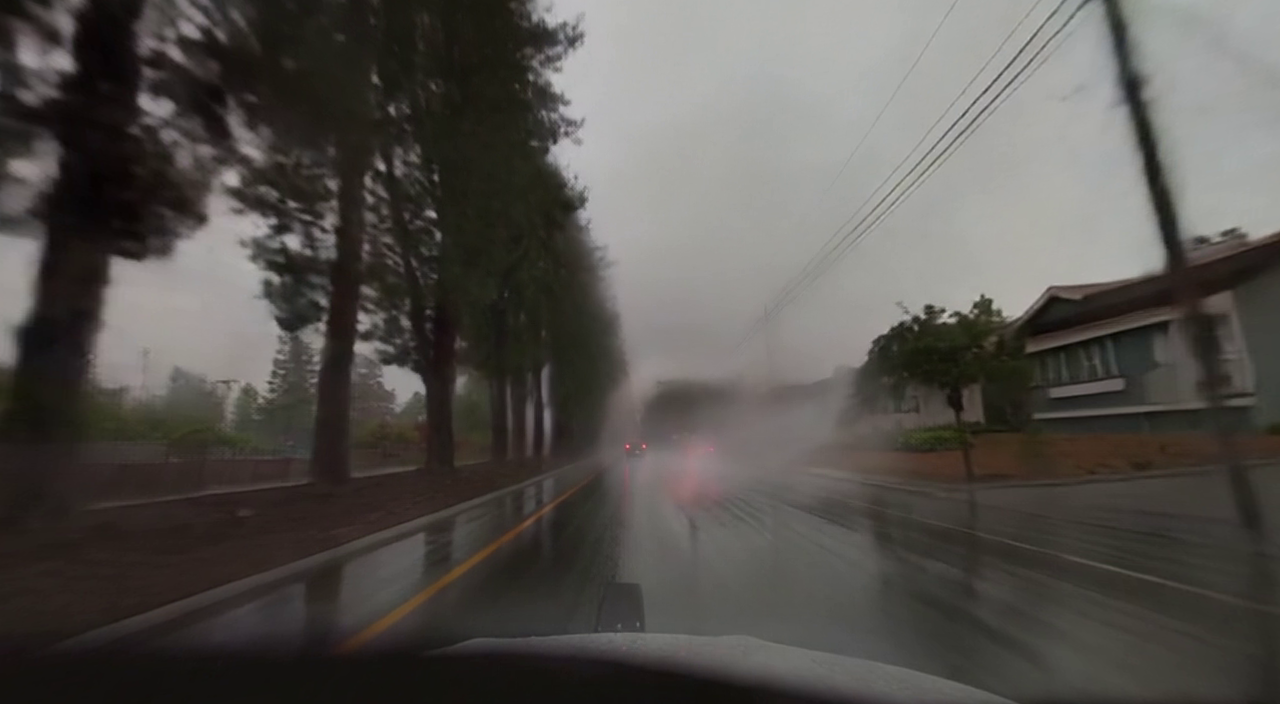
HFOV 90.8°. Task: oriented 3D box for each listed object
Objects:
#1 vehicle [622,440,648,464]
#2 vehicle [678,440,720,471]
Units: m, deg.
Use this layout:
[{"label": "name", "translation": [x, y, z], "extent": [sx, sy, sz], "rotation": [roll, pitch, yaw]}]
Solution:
[{"label": "vehicle", "translation": [-0.417, 7.877, 49.944], "extent": [1.925, 1.799, 4.257], "rotation": [0, -8, -1]}, {"label": "vehicle", "translation": [3.296, 5.910, 36.150], "extent": [1.888, 1.640, 4.044], "rotation": [0, -8, -2]}]
